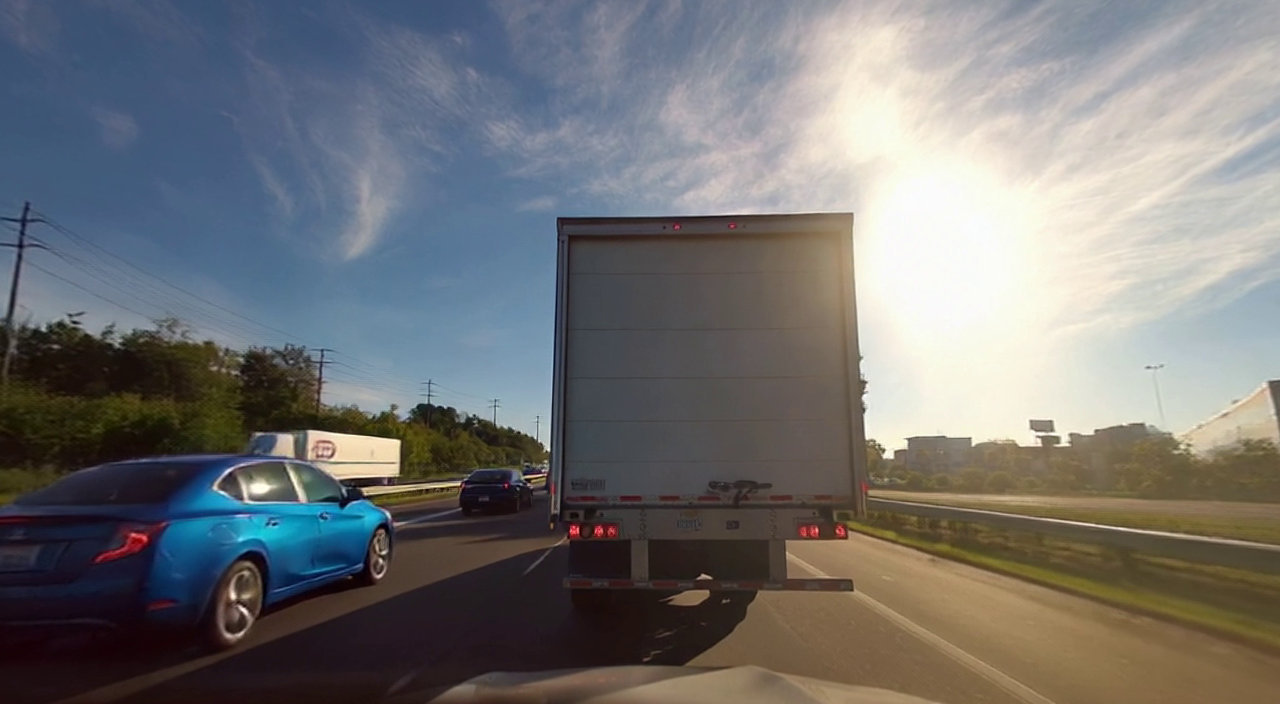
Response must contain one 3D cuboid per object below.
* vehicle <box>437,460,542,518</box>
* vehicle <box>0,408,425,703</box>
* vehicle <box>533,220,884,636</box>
[{"bbox_3d":[-4.287,3.980,18.697,1.891,1.469,4.431,0,-10,1],"label":"vehicle"},{"bbox_3d":[-3.838,1.515,5.601,1.983,1.575,4.973,0,-10,1],"label":"vehicle"},{"bbox_3d":[0.700,1.325,9.685,2.831,3.529,8.689,0,-11,2],"label":"vehicle"}]
